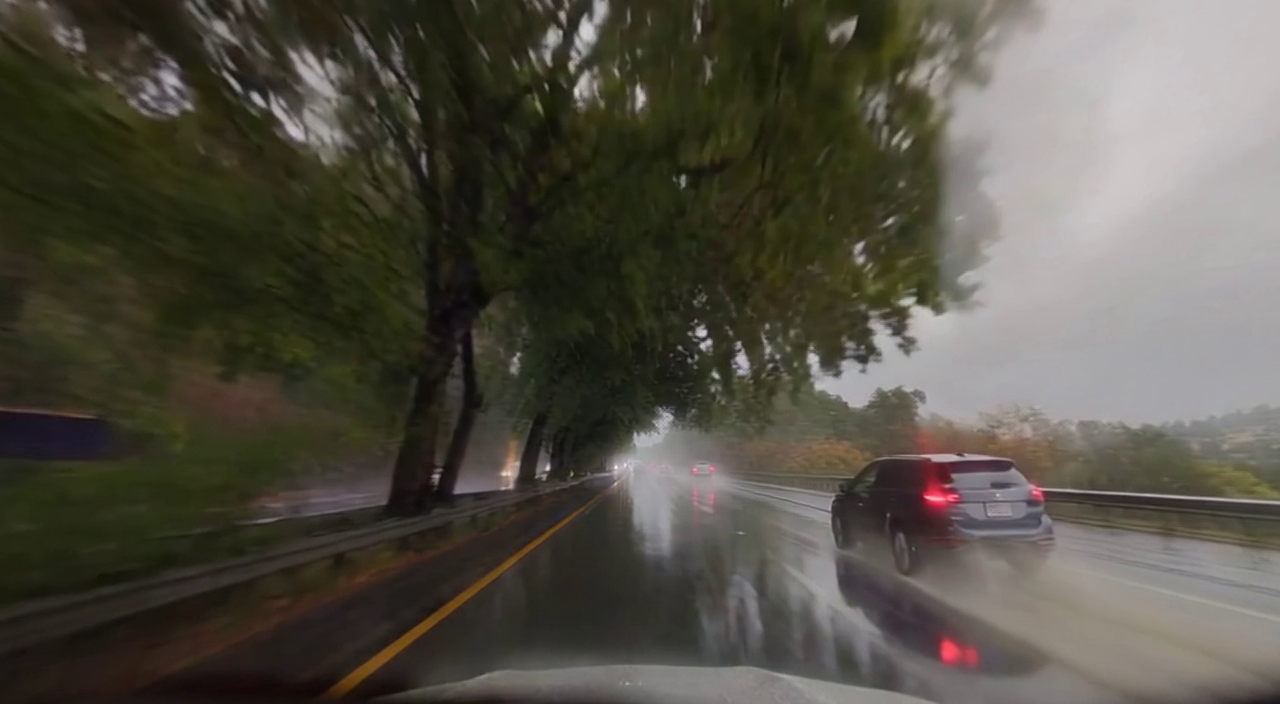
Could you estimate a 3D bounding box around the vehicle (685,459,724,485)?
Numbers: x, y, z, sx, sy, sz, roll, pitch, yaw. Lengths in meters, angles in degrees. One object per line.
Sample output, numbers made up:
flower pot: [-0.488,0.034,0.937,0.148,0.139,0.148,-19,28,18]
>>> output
vehicle: [4.122,7.826,41.022,2.156,1.569,3.821,1,-10,0]

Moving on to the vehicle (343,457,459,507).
vehicle: [-8.018,4.420,21.678,2.206,1.513,4.401,1,-10,1]

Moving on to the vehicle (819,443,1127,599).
vehicle: [3.863,2.038,8.257,1.825,1.494,3.959,1,-10,0]
